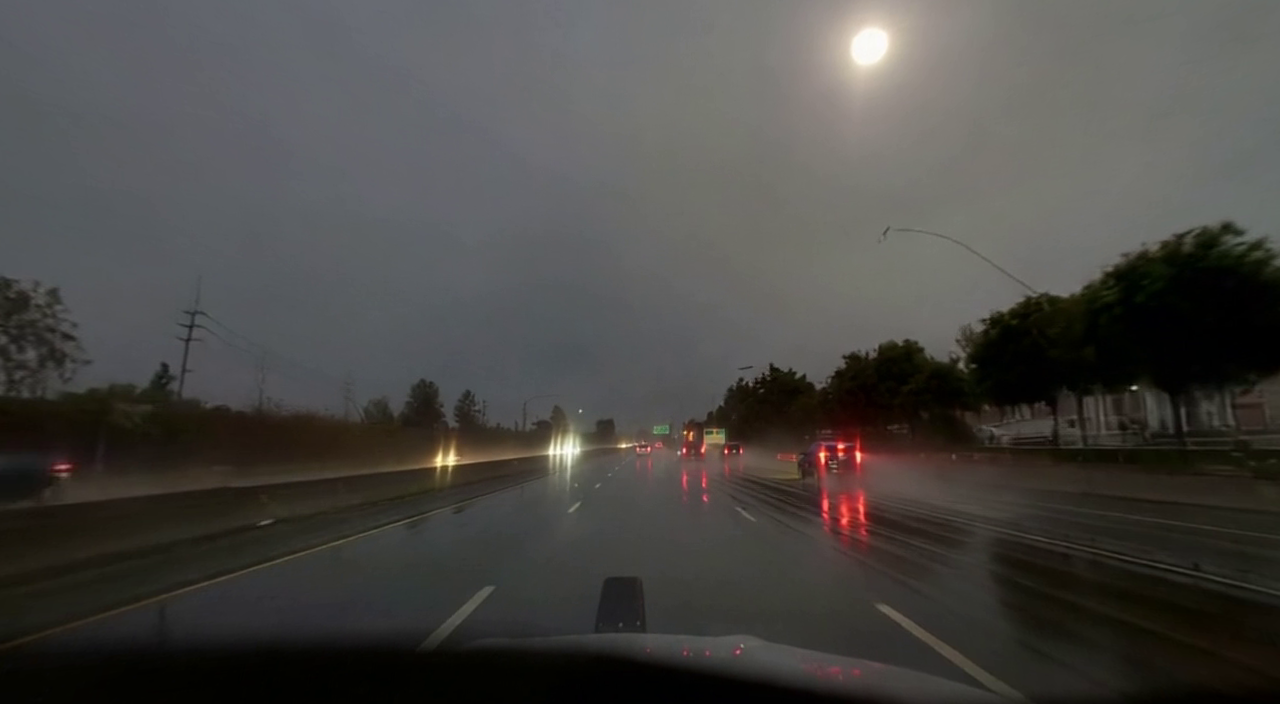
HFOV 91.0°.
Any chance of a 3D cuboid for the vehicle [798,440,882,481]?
[{"bbox_3d":[8.189,4.474,26.222,1.989,1.526,4.443,0,-9,0],"label":"vehicle"}]
